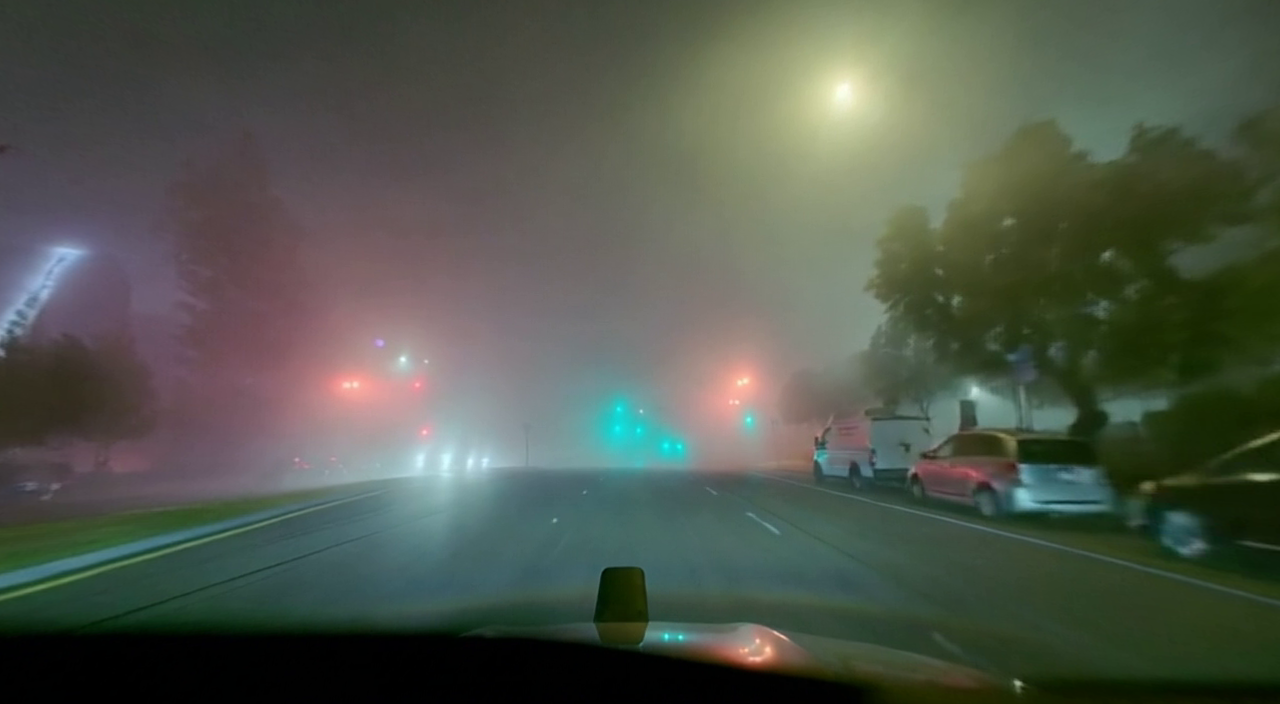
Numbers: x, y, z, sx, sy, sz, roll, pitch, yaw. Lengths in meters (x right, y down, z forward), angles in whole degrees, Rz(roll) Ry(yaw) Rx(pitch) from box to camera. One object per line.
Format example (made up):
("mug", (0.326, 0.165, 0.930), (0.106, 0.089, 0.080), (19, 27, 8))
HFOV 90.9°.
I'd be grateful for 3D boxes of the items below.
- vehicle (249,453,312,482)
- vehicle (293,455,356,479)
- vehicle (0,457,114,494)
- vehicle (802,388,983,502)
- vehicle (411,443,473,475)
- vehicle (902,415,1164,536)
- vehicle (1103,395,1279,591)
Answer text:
("vehicle", (-22.603, 7.258, 39.782), (1.875, 1.528, 3.717), (-5, -9, -2))
("vehicle", (-22.684, 8.236, 45.586), (1.838, 1.526, 5.104), (-1, -8, 1))
("vehicle", (-25.530, 5.271, 27.040), (4.194, 1.471, 1.834), (0, -8, -2))
("vehicle", (7.039, 2.759, 18.859), (2.391, 2.750, 6.853), (0, -8, -1))
("vehicle", (-12.417, 6.706, 39.881), (2.419, 1.787, 4.859), (-3, -8, 0))
("vehicle", (6.904, 2.204, 11.894), (1.889, 1.799, 4.704), (0, -8, 0))
("vehicle", (6.948, 1.294, 5.550), (2.089, 1.788, 4.817), (2, -8, 0))
